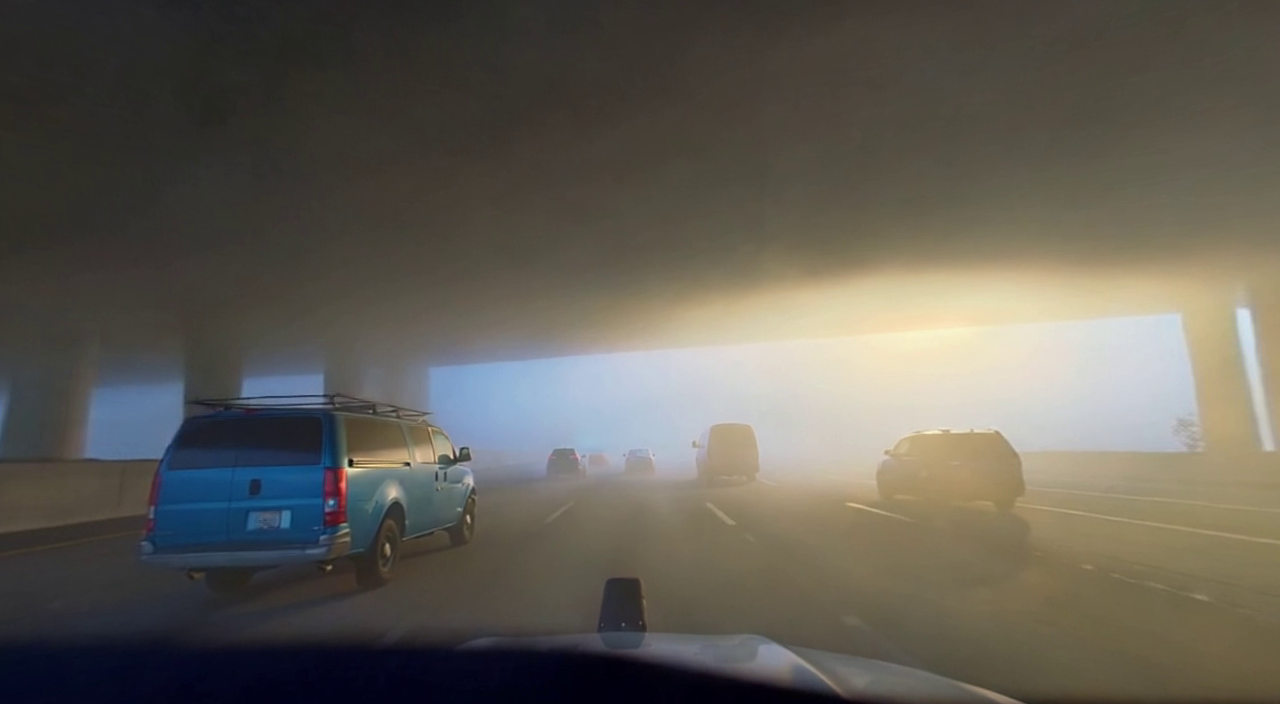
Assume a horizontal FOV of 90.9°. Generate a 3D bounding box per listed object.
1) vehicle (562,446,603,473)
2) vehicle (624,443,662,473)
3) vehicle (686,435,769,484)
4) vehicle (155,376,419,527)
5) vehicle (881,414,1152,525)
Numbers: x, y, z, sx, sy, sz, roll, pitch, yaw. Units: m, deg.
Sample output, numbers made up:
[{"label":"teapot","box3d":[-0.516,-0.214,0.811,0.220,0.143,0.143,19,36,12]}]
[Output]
[{"label":"vehicle","box3d":[-3.341,6.340,37.415,1.970,1.483,4.071,0,-9,1]},{"label":"vehicle","box3d":[0.165,6.166,36.837,2.115,1.617,4.102,0,-9,0]},{"label":"vehicle","box3d":[3.645,4.641,27.556,2.777,1.895,5.710,0,-9,0]},{"label":"vehicle","box3d":[-7.544,2.275,14.720,2.336,2.708,6.421,0,-9,1]},{"label":"vehicle","box3d":[7.468,2.416,13.569,2.304,1.840,5.706,0,-9,0]}]
